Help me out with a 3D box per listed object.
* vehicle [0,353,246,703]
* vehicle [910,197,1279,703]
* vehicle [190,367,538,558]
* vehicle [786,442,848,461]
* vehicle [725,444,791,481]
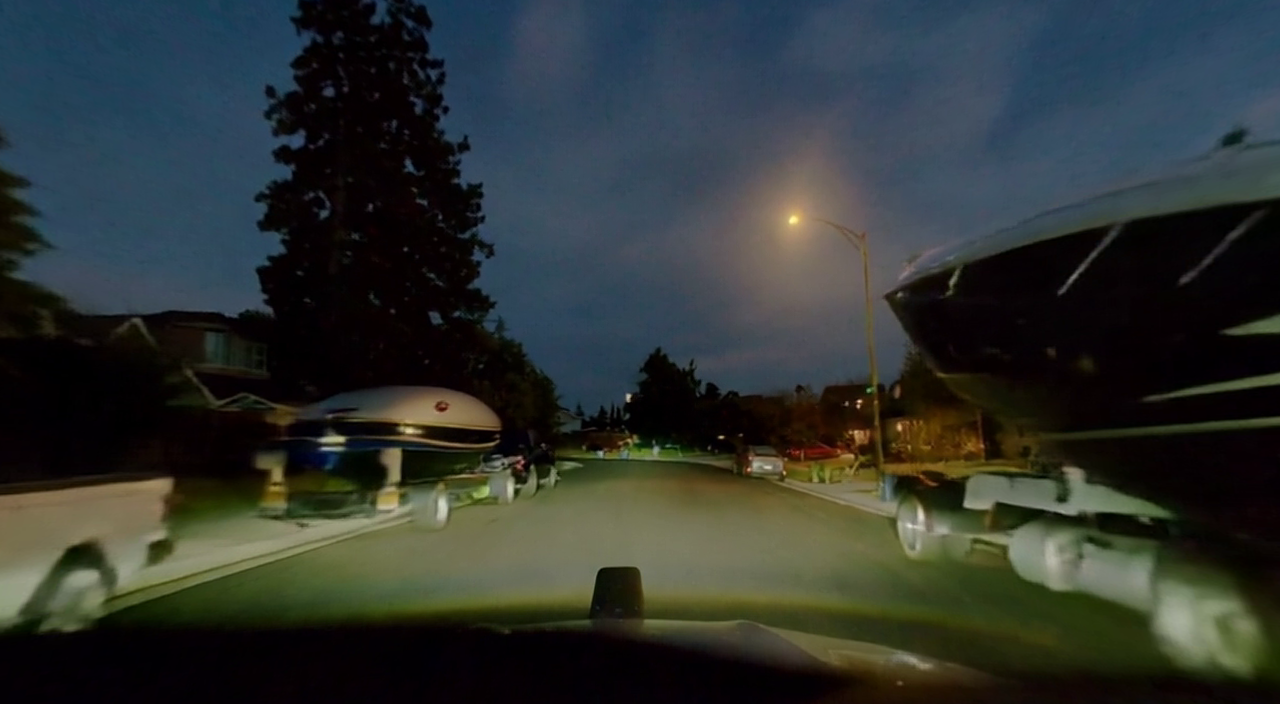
[{"bbox_3d":[-4.103,0.803,2.456,2.052,1.745,4.737,0,-9,0],"label":"vehicle"},{"bbox_3d":[4.305,0.758,4.038,2.697,2.558,5.635,0,-9,1],"label":"vehicle"},{"bbox_3d":[-3.824,1.765,10.663,2.632,2.249,6.179,-1,-9,5],"label":"vehicle"},{"bbox_3d":[13.880,7.784,49.389,4.252,1.429,1.907,2,-9,-18],"label":"vehicle"},{"bbox_3d":[5.087,4.818,27.776,1.998,1.489,4.722,0,-9,0],"label":"vehicle"}]
